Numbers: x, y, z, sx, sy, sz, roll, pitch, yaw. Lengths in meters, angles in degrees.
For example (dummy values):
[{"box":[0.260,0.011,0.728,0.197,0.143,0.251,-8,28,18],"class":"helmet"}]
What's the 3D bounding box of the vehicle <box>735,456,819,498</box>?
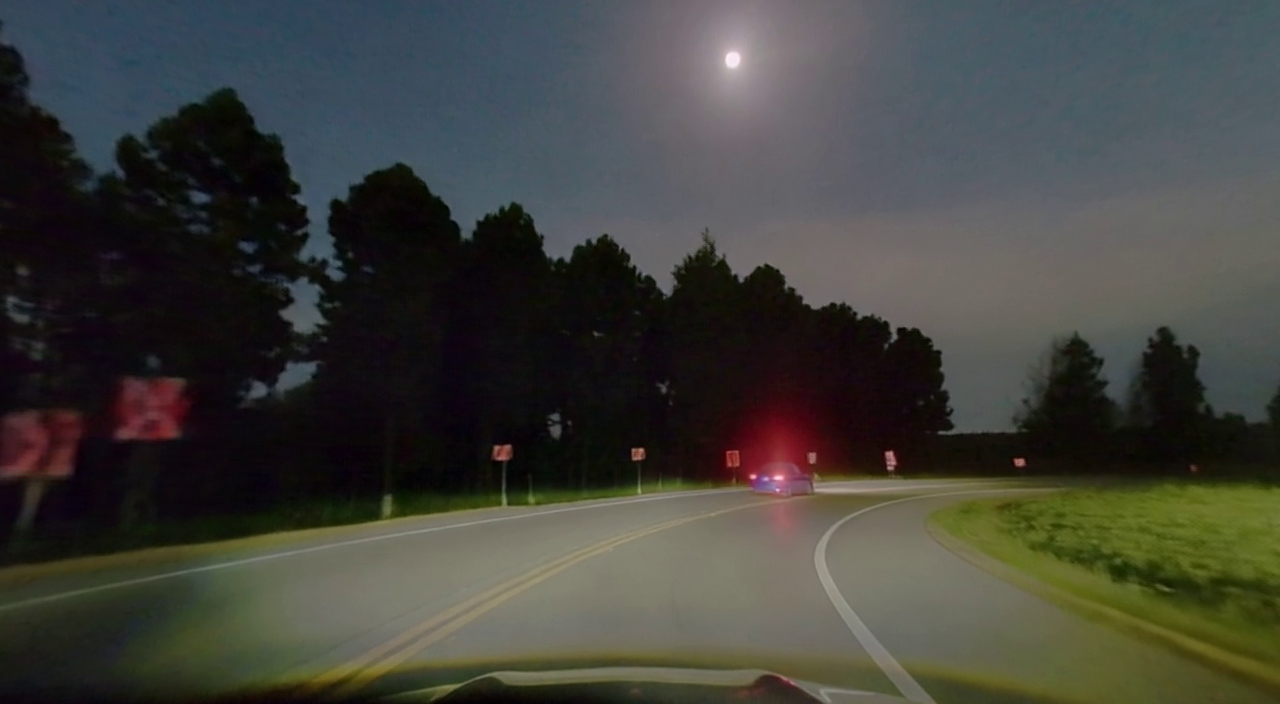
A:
[{"box":[6.135,5.503,27.909,1.997,1.692,4.422,-7,-13,35],"class":"vehicle"}]
